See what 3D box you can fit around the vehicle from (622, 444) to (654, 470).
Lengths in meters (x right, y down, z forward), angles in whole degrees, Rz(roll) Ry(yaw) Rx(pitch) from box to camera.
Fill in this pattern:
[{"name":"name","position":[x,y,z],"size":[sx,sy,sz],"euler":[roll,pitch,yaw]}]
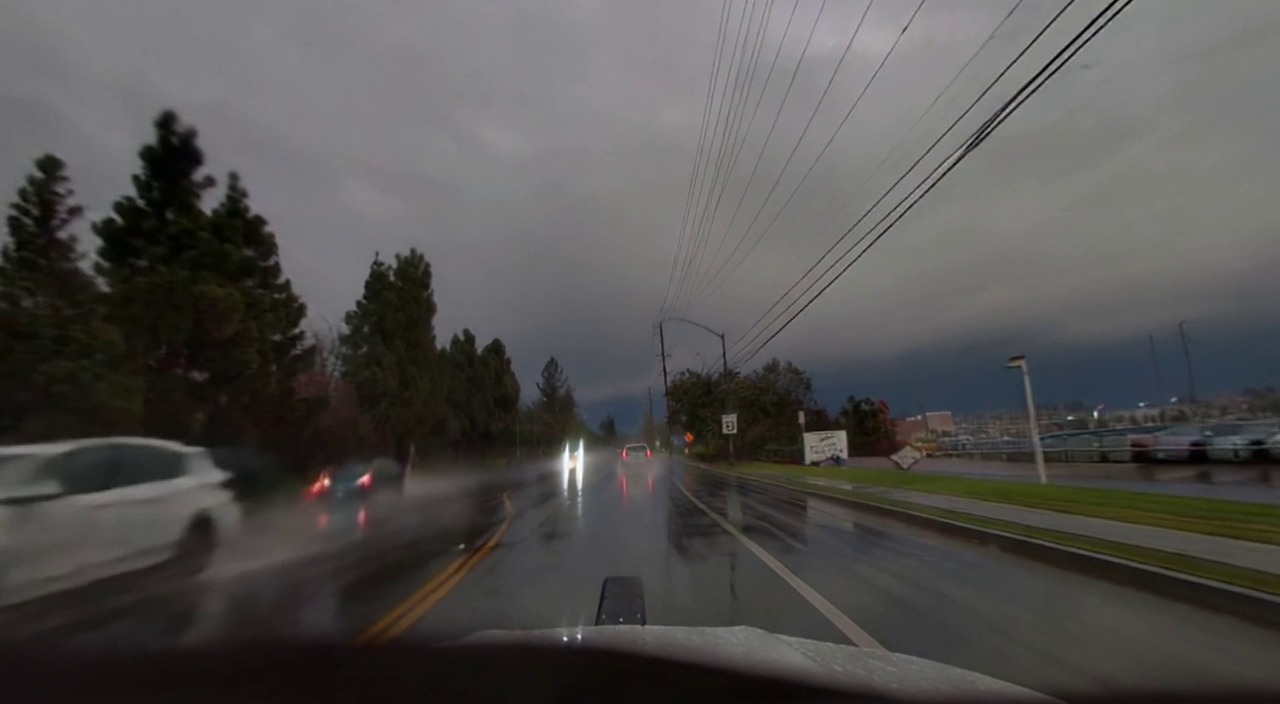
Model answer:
[{"name":"vehicle","position":[-0.120,7.416,44.844],"size":[2.163,1.746,4.073],"euler":[0,-8,0]}]

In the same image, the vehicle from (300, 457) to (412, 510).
[{"name":"vehicle","position":[-9.287,4.301,21.052],"size":[1.841,1.475,4.054],"euler":[0,-9,0]}]

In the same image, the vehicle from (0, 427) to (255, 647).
[{"name":"vehicle","position":[-5.994,1.618,6.003],"size":[1.960,1.704,4.229],"euler":[0,-9,0]}]
